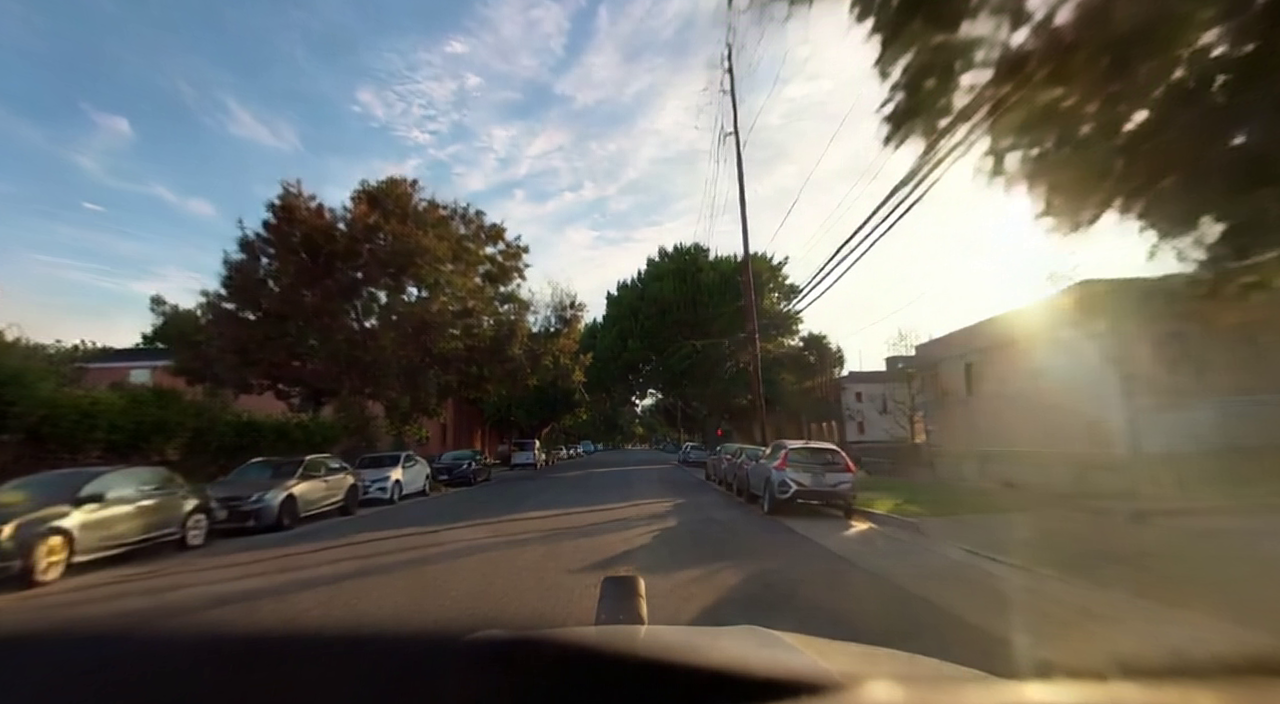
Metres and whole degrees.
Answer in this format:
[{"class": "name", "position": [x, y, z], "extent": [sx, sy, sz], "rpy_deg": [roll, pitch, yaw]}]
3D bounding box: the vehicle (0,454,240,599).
[{"class": "vehicle", "position": [-7.610, 2.170, 8.601], "extent": [1.873, 1.437, 4.068], "rpy_deg": [-1, -9, -4]}]

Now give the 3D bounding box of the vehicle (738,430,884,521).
[{"class": "vehicle", "position": [3.621, 2.702, 14.381], "extent": [2.095, 1.694, 4.592], "rpy_deg": [0, -9, 1]}]

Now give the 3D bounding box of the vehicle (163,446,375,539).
[{"class": "vehicle", "position": [-7.796, 2.996, 13.997], "extent": [1.917, 1.618, 4.825], "rpy_deg": [-1, -10, -2]}]

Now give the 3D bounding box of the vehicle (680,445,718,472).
[{"class": "vehicle", "position": [3.667, 6.693, 39.994], "extent": [1.925, 1.634, 4.419], "rpy_deg": [0, -8, 0]}]

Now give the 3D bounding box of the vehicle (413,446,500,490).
[{"class": "vehicle", "position": [-7.490, 4.759, 26.337], "extent": [2.145, 1.488, 4.646], "rpy_deg": [-3, -8, 1]}]

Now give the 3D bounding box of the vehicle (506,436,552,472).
[{"class": "vehicle", "position": [-7.712, 7.130, 44.540], "extent": [2.351, 2.251, 5.856], "rpy_deg": [-2, -8, -2]}]

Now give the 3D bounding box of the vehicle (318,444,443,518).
[{"class": "vehicle", "position": [-7.660, 3.774, 19.219], "extent": [1.981, 1.651, 4.683], "rpy_deg": [-5, -6, -3]}]
